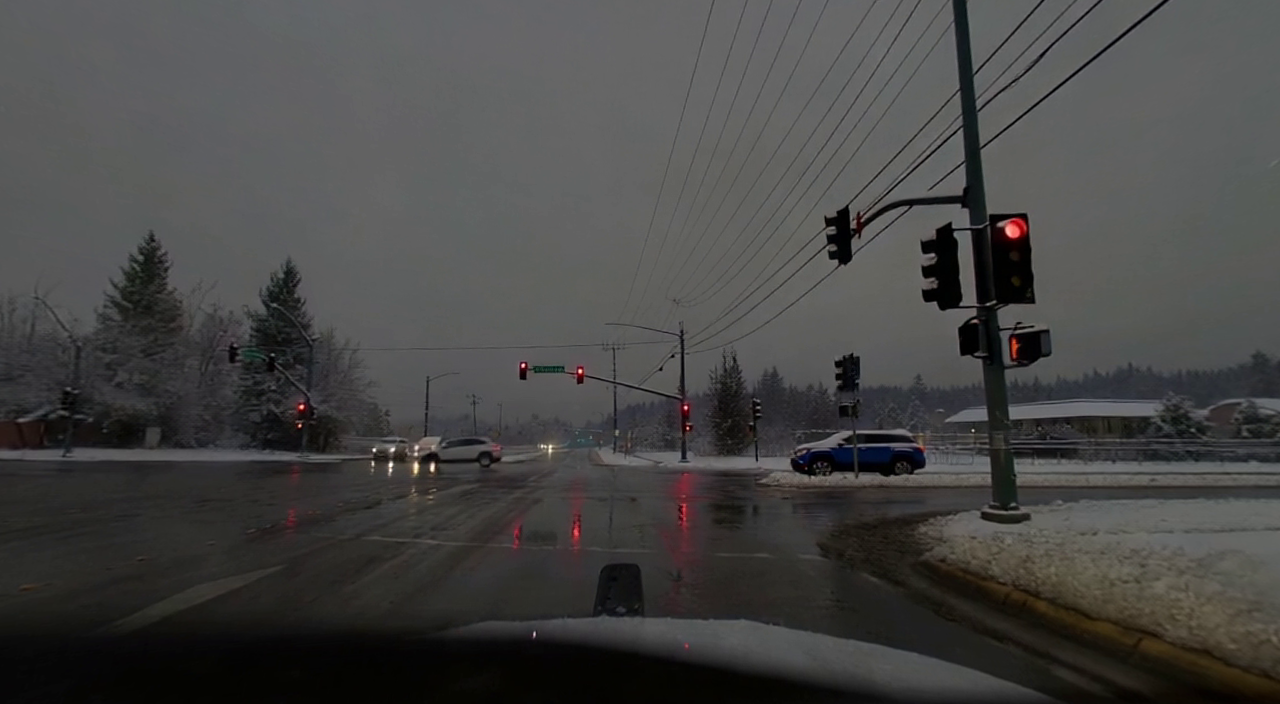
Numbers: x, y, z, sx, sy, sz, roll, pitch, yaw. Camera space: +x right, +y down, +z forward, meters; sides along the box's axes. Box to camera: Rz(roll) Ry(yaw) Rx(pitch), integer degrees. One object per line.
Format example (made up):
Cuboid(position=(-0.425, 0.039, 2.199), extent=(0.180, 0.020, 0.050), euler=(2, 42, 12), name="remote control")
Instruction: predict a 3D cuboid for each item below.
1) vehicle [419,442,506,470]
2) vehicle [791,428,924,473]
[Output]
Cuboid(position=(-10.459, 6.138, 37.161), extent=(4.529, 1.566, 1.842), euler=(-1, -9, 11), name="vehicle")
Cuboid(position=(8.719, 4.025, 25.718), extent=(4.884, 1.714, 2.021), euler=(-2, -9, 12), name="vehicle")
